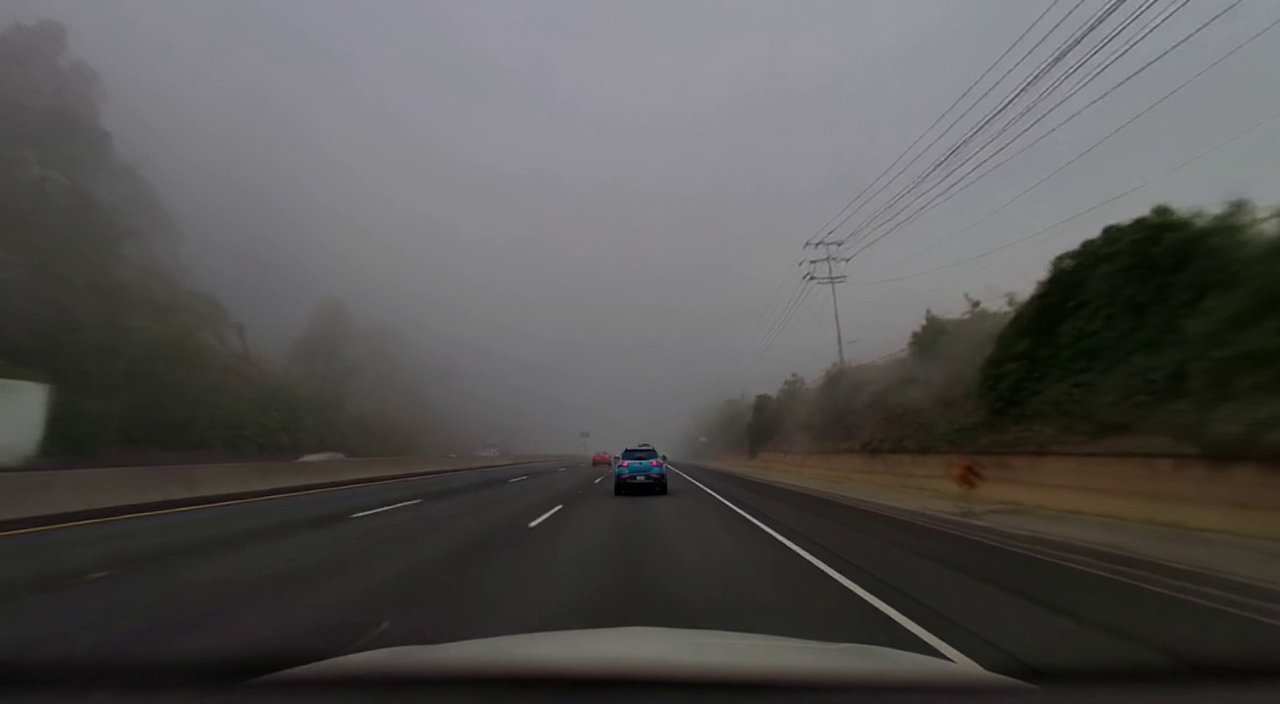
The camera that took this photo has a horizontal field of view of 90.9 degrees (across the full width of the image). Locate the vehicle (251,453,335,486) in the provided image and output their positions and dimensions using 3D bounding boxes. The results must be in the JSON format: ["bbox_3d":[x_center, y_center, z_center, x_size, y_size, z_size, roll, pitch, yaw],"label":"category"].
[{"bbox_3d":[-15.648,5.291,28.618,1.758,1.382,3.416,0,-9,1],"label":"vehicle"}]

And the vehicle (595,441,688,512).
[{"bbox_3d":[0.003,2.984,15.568,1.966,1.499,4.298,0,-9,-1],"label":"vehicle"}]
